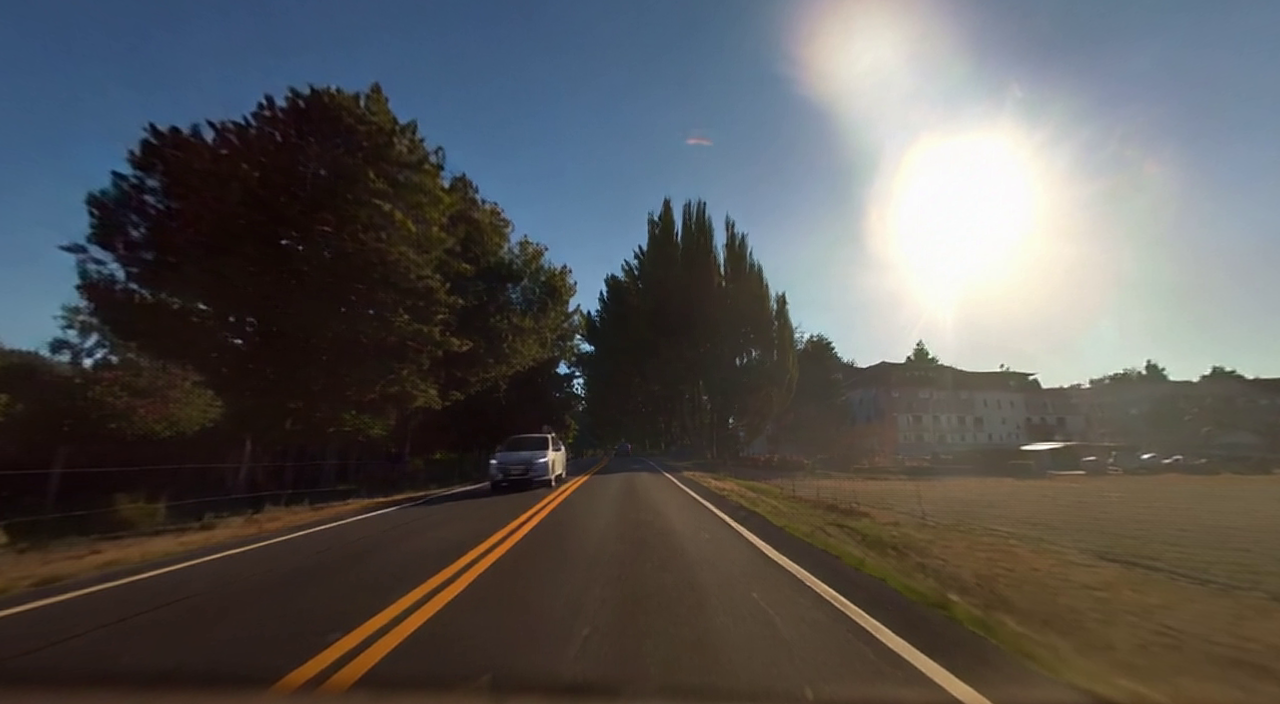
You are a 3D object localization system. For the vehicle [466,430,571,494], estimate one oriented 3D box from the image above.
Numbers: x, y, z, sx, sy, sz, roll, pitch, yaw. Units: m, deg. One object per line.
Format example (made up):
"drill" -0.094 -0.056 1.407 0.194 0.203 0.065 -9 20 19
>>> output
"vehicle" -4.058 3.846 22.461 2.531 1.923 6.417 0 -8 -1
